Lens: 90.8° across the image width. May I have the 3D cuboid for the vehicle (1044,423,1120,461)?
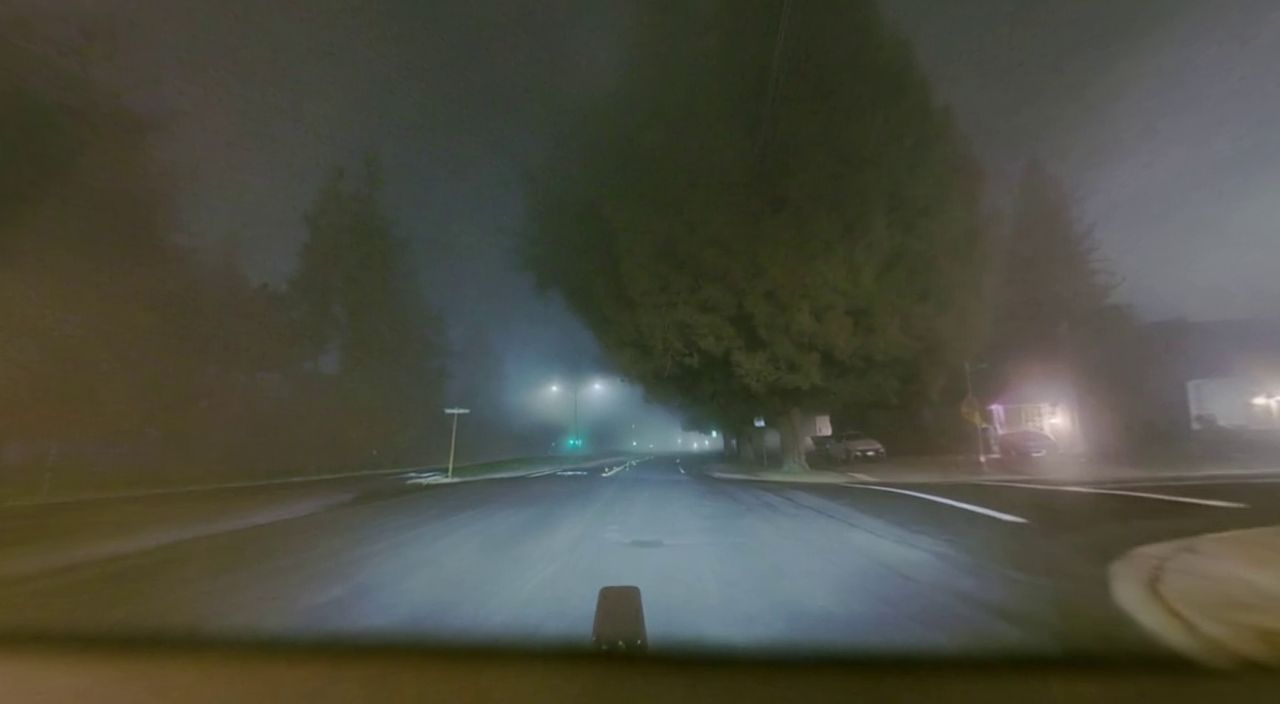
[{"bbox_3d":[20.216,4.061,28.809,4.241,1.560,1.979,7,-10,-45],"label":"vehicle"}]

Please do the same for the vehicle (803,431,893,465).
[{"bbox_3d":[11.284,5.210,34.627,2.199,1.661,4.495,4,-8,-25],"label":"vehicle"}]
